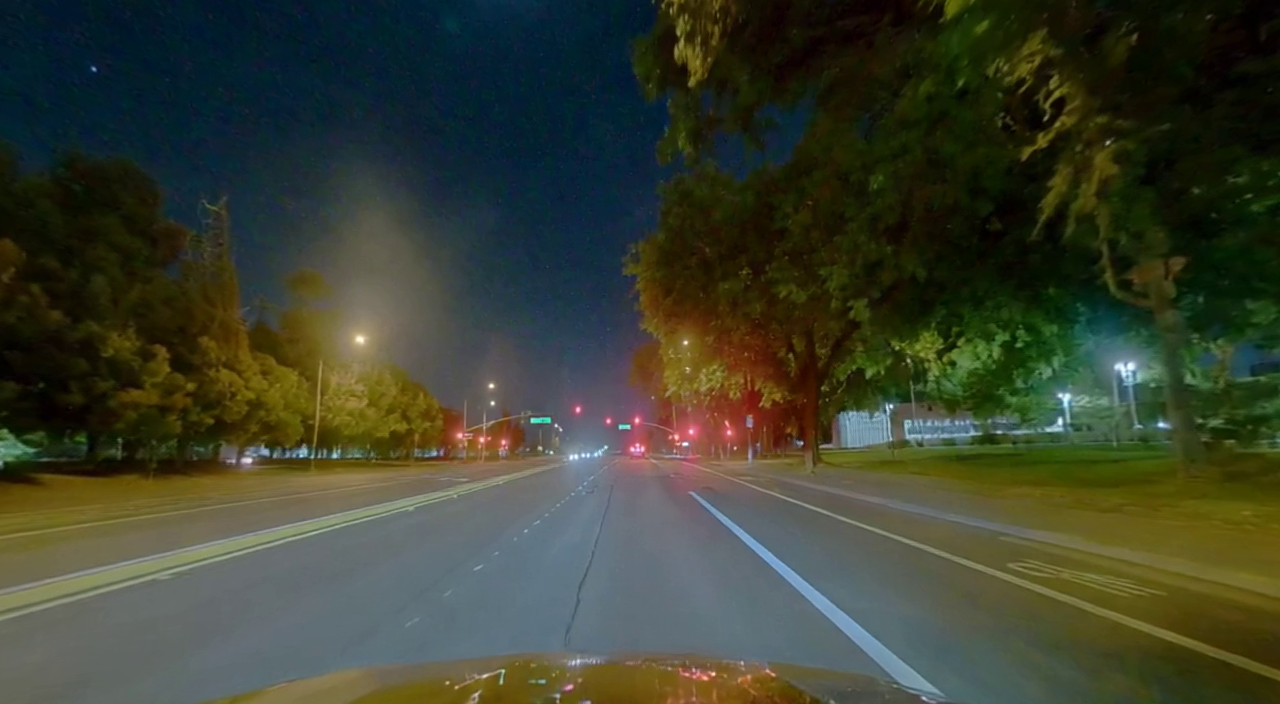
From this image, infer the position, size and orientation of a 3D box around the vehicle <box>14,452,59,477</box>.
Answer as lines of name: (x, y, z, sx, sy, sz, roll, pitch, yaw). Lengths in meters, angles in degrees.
vehicle: (-38.057, 7.087, 39.898, 1.804, 1.456, 3.750, 5, -11, -41)
